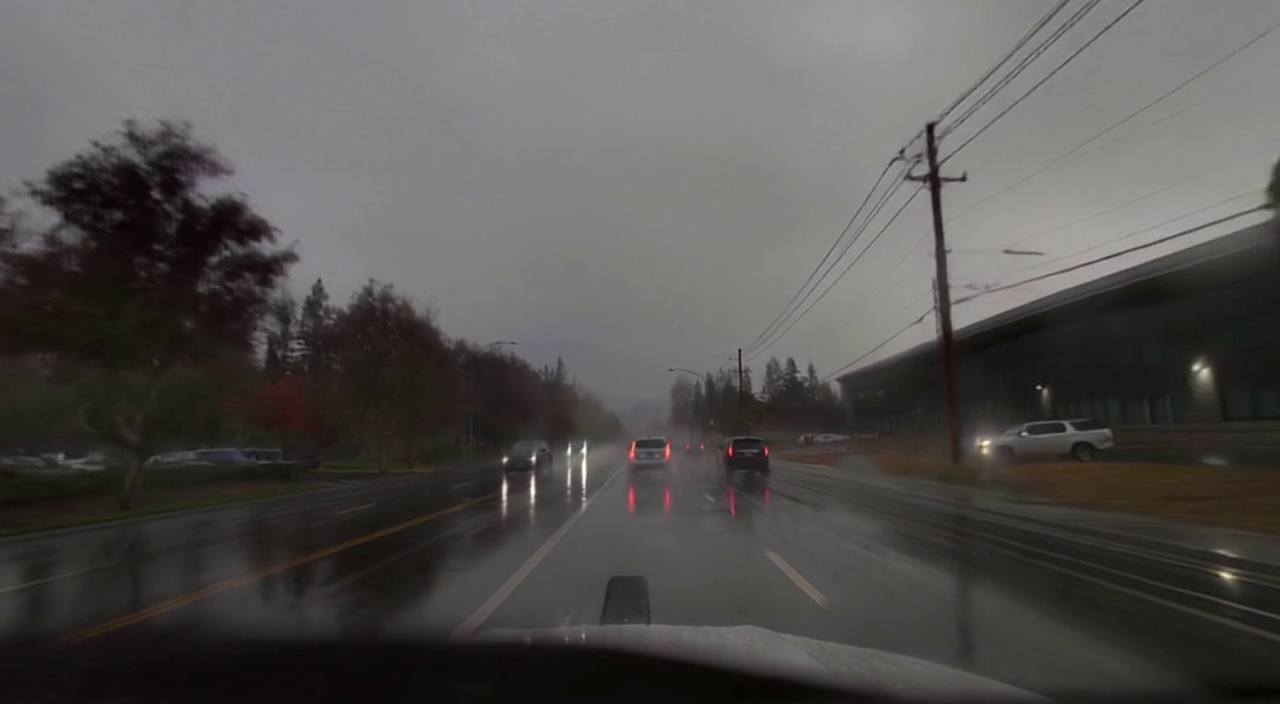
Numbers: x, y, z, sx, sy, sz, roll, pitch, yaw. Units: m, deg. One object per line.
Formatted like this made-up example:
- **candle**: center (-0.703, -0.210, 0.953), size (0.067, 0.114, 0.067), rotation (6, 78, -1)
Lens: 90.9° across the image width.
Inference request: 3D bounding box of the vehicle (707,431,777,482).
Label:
- **vehicle**: center (3.678, 3.850, 23.477), size (1.914, 1.698, 4.049), rotation (0, -8, 0)

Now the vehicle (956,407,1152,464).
- **vehicle**: center (15.417, 3.214, 23.897), size (5.731, 1.720, 2.822), rotation (-9, -10, 31)

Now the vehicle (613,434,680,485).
- **vehicle**: center (0.241, 3.883, 23.019), size (2.200, 1.653, 4.127), rotation (0, -8, 1)

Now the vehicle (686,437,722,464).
- **vehicle**: center (4.382, 6.820, 43.772), size (2.024, 1.711, 4.512), rotation (0, -8, 1)

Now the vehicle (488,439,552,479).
- **vehicle**: center (-5.921, 5.342, 31.700), size (2.193, 1.802, 4.946), rotation (0, -8, 1)
